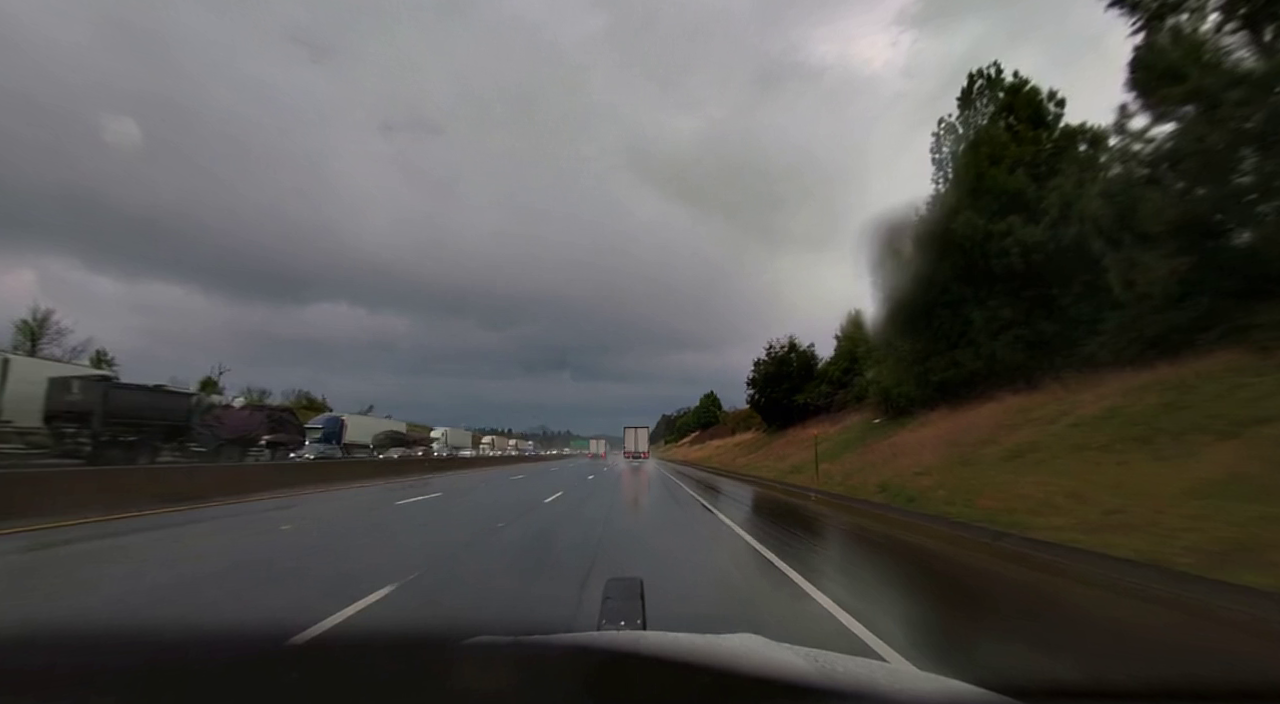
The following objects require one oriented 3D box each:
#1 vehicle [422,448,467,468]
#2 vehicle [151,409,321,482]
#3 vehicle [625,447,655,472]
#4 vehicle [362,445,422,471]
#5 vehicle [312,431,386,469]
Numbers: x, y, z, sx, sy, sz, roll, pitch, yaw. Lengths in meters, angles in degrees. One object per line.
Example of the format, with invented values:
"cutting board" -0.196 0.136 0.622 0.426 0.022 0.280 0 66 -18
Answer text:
"vehicle" -14.687 7.987 47.676 1.976 1.423 4.416 0 -9 0
"vehicle" -14.422 3.438 23.144 2.357 2.318 5.817 0 -9 0
"vehicle" -0.037 7.629 44.713 2.009 1.657 3.962 0 -9 -1
"vehicle" -14.461 6.205 37.011 1.891 1.426 4.156 0 -9 0
"vehicle" -19.186 6.504 41.888 2.223 2.287 5.862 0 -9 -1
